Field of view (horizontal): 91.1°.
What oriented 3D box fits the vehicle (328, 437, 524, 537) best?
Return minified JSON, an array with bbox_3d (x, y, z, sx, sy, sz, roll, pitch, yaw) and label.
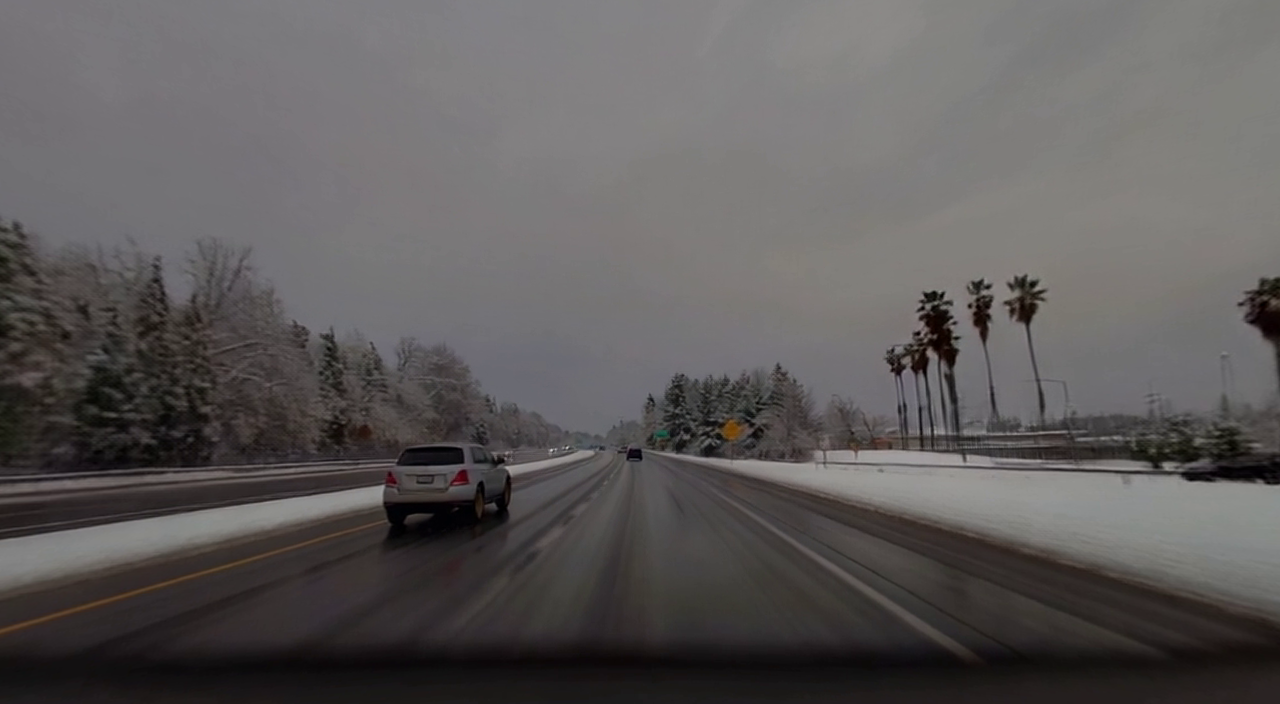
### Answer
[{"bbox_3d":[-3.851,2.499,12.416,2.092,1.562,4.748,0,-8,2],"label":"vehicle"}]
